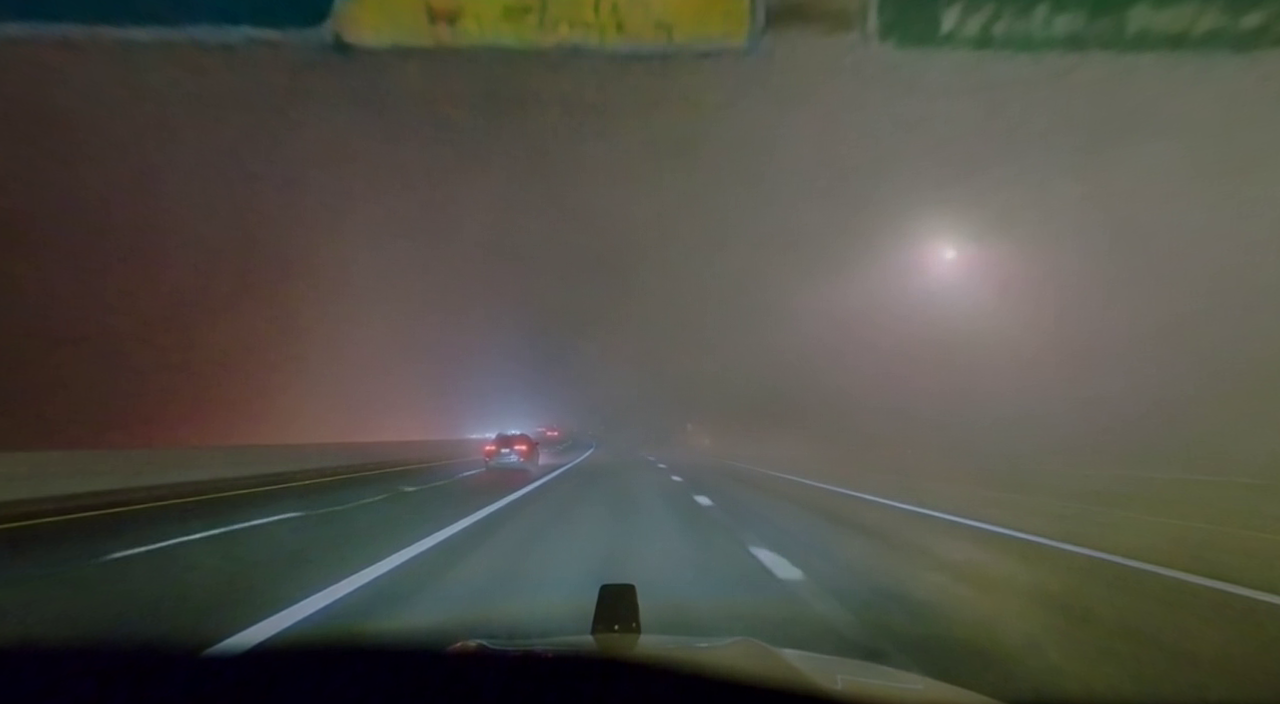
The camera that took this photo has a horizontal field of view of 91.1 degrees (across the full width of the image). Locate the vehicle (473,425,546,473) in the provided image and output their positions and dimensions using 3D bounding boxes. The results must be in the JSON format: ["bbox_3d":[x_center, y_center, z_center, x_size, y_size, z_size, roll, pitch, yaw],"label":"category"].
[{"bbox_3d":[-4.567,3.429,22.556,1.878,1.548,3.966,0,-8,-1],"label":"vehicle"}]
